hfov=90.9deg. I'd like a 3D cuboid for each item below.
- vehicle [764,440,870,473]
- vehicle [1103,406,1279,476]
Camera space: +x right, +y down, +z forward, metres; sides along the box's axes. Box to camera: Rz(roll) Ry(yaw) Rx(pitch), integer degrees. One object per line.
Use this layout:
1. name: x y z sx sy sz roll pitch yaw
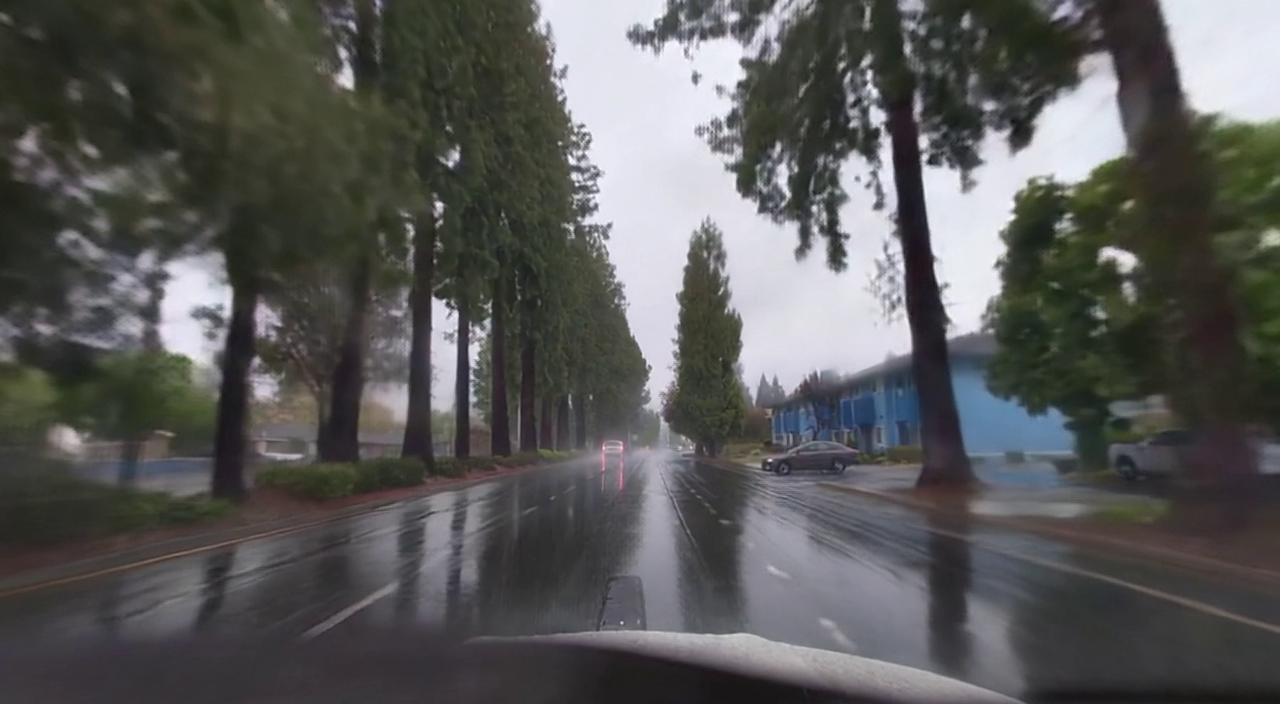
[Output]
1. vehicle: 8.344 4.987 30.111 4.575 1.514 1.932 -1 -9 8
2. vehicle: 17.473 2.762 19.447 2.094 1.813 5.789 0 -9 2
